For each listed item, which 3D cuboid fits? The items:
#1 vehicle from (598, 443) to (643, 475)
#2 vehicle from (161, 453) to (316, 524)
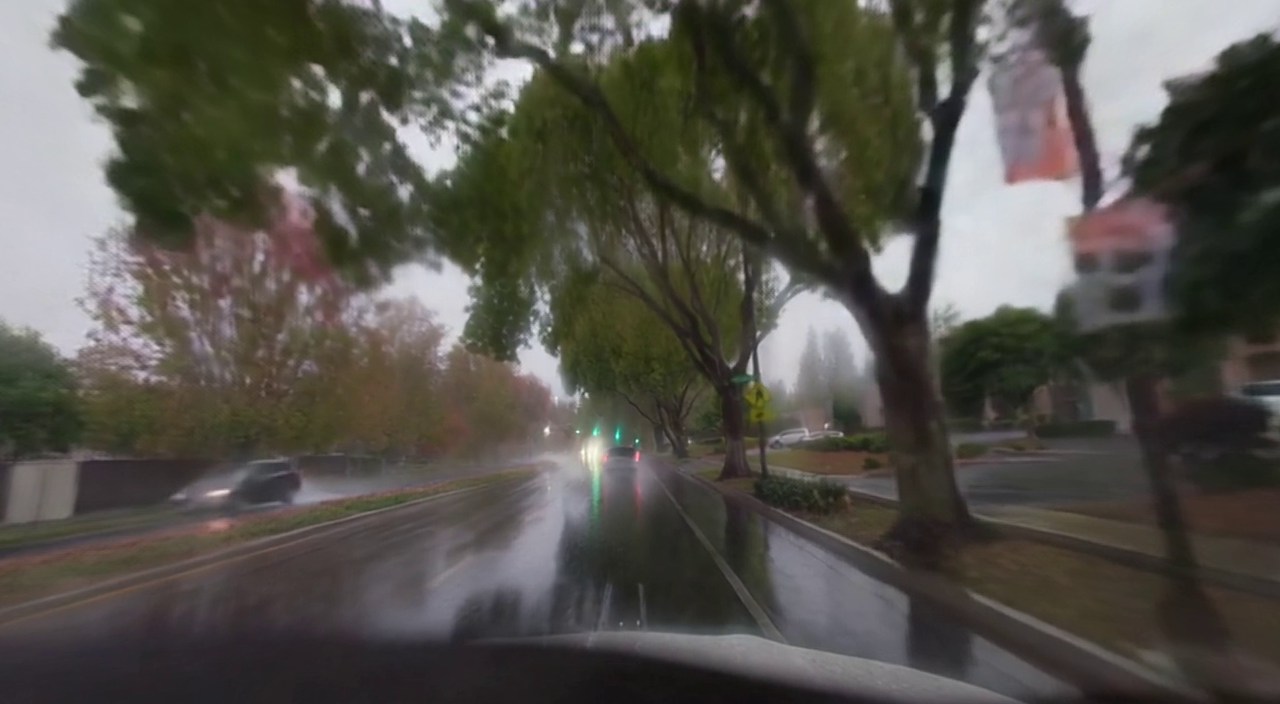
[{"bbox_3d":[-0.926,5.339,31.775,2.111,1.466,4.223,0,-9,0],"label":"vehicle"},{"bbox_3d":[-12.047,4.057,19.401,1.954,1.680,4.530,-5,-8,-2],"label":"vehicle"}]
